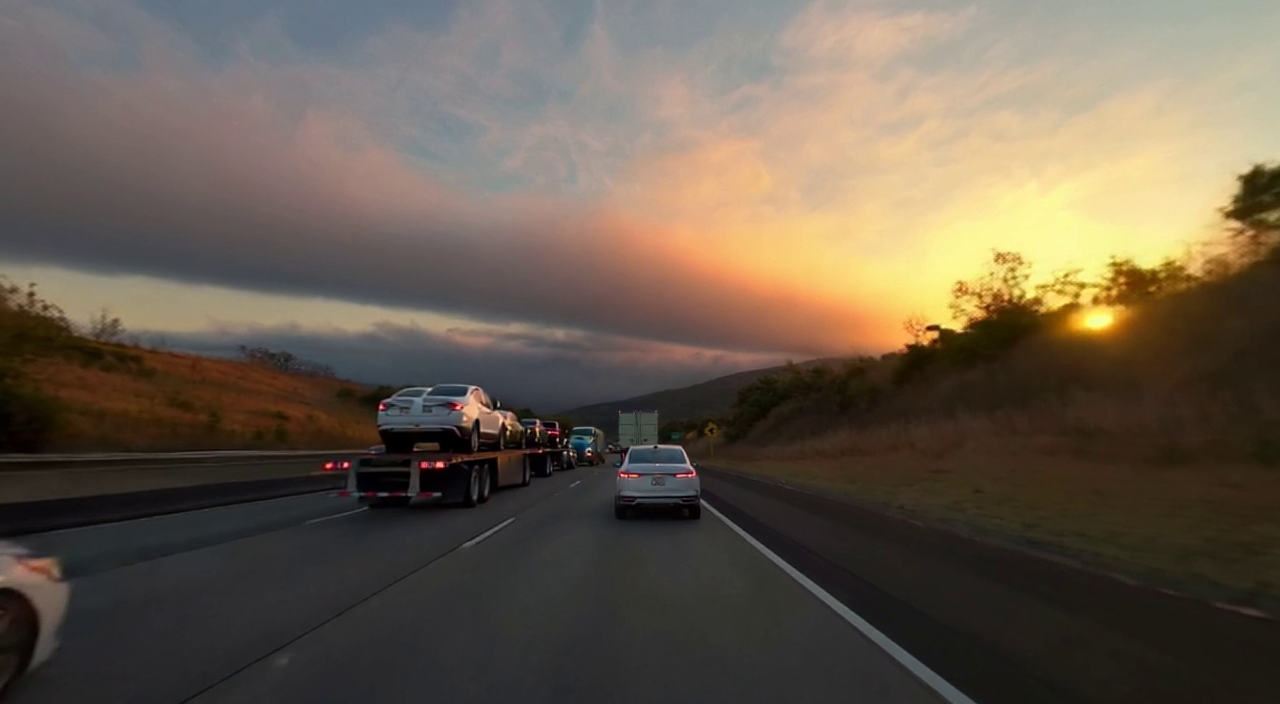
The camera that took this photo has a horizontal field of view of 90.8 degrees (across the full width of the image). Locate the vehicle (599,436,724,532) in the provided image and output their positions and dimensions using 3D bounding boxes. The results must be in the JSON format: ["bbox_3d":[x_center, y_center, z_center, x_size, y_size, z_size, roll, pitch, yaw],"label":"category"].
[{"bbox_3d":[0.303,2.370,11.847,1.991,1.507,3.391,0,-9,-1],"label":"vehicle"}]

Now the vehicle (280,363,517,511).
[{"bbox_3d":[-3.004,1.230,8.948,2.031,1.594,4.103,1,-9,-5],"label":"vehicle"}]

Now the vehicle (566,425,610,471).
[{"bbox_3d":[-3.281,6.270,41.276,2.289,2.710,6.726,0,-9,0],"label":"vehicle"}]
